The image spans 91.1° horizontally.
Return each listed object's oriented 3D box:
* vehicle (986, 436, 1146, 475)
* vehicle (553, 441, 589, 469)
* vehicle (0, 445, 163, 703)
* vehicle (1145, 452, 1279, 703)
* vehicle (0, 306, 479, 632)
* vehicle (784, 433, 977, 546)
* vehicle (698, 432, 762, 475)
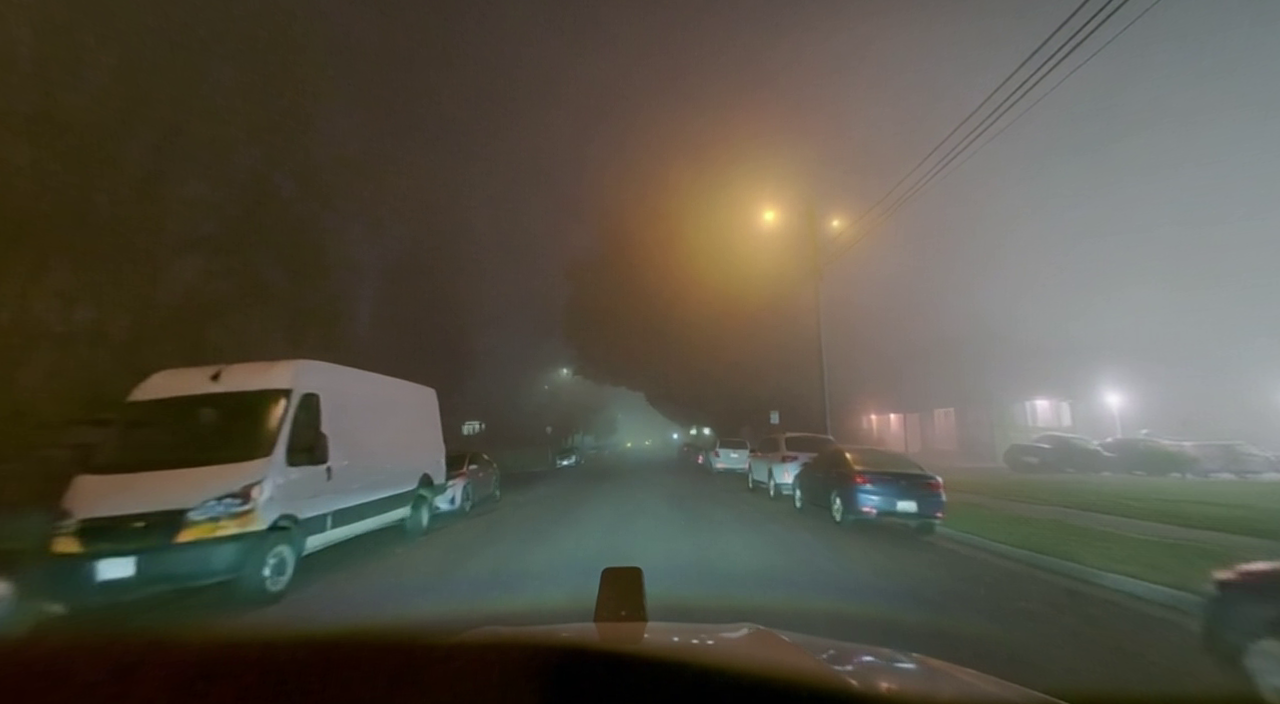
[{"bbox_3d":[16.524,4.033,24.586,4.700,1.440,2.058,0,-8,3],"label":"vehicle"},{"bbox_3d":[-4.408,6.633,40.701,1.870,1.562,4.212,-3,-8,-2],"label":"vehicle"},{"bbox_3d":[-4.849,1.213,2.497,2.023,1.568,4.942,-3,-9,1],"label":"vehicle"},{"bbox_3d":[4.110,1.031,1.749,1.846,1.351,4.272,3,-8,-1],"label":"vehicle"},{"bbox_3d":[-4.347,1.419,8.307,2.470,2.613,5.989,-4,-9,4],"label":"vehicle"},{"bbox_3d":[4.056,2.338,11.486,1.839,1.520,4.498,3,-8,1],"label":"vehicle"},{"bbox_3d":[4.186,4.851,30.225,2.215,1.897,5.131,0,-8,-1],"label":"vehicle"}]
